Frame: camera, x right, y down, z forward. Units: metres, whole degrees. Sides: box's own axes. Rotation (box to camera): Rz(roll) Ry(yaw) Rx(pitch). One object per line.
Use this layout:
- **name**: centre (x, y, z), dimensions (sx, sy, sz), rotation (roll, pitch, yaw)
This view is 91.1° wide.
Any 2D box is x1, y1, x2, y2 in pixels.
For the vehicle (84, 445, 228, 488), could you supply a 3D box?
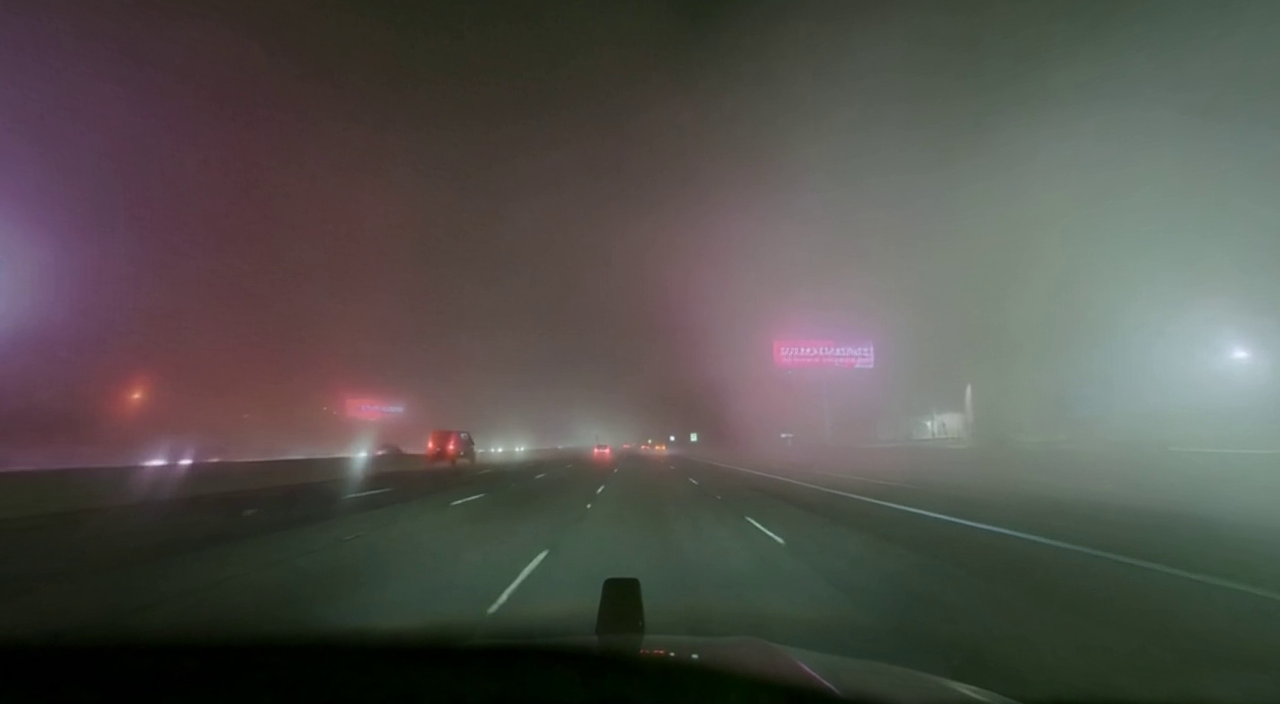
- **vehicle**: centre (-19.020, 4.476, 25.029), dimensions (1.923, 1.529, 4.713), rotation (0, -9, 1)

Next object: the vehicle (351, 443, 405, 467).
- **vehicle**: centre (-18.567, 7.316, 44.649), dimensions (1.885, 1.613, 4.494), rotation (0, -9, 0)

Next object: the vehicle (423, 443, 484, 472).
- **vehicle**: centre (-10.249, 5.818, 34.919), dimensions (1.974, 1.513, 4.584), rotation (0, -9, 0)

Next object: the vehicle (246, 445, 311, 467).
- **vehicle**: centre (-26.378, 7.578, 46.007), dimensions (1.913, 1.522, 4.743), rotation (0, -9, 0)
